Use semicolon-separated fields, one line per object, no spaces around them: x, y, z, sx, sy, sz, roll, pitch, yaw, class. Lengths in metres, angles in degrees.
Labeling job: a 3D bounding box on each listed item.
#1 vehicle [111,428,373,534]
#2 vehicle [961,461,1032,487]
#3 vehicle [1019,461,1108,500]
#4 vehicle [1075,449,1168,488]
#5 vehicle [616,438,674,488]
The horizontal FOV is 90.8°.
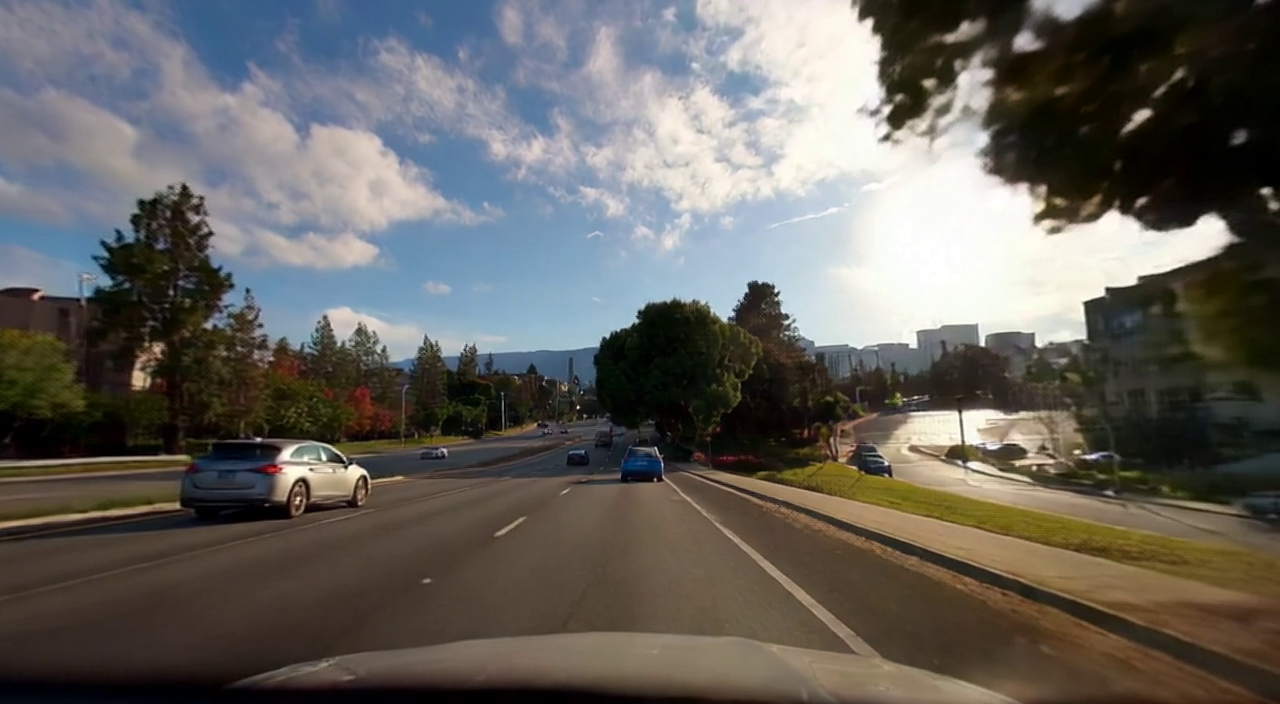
-7.438;2.452;12.674;1.997;1.650;5.090;-1;-9;-1;vehicle
25.315;8.669;45.051;1.862;1.481;4.503;0;-7;-9;vehicle
25.965;7.866;38.932;1.975;1.950;4.526;-1;-7;-6;vehicle
34.096;8.220;44.885;4.850;1.840;1.939;5;0;22;vehicle
0.179;4.511;25.924;2.125;1.830;4.370;-1;-9;0;vehicle
